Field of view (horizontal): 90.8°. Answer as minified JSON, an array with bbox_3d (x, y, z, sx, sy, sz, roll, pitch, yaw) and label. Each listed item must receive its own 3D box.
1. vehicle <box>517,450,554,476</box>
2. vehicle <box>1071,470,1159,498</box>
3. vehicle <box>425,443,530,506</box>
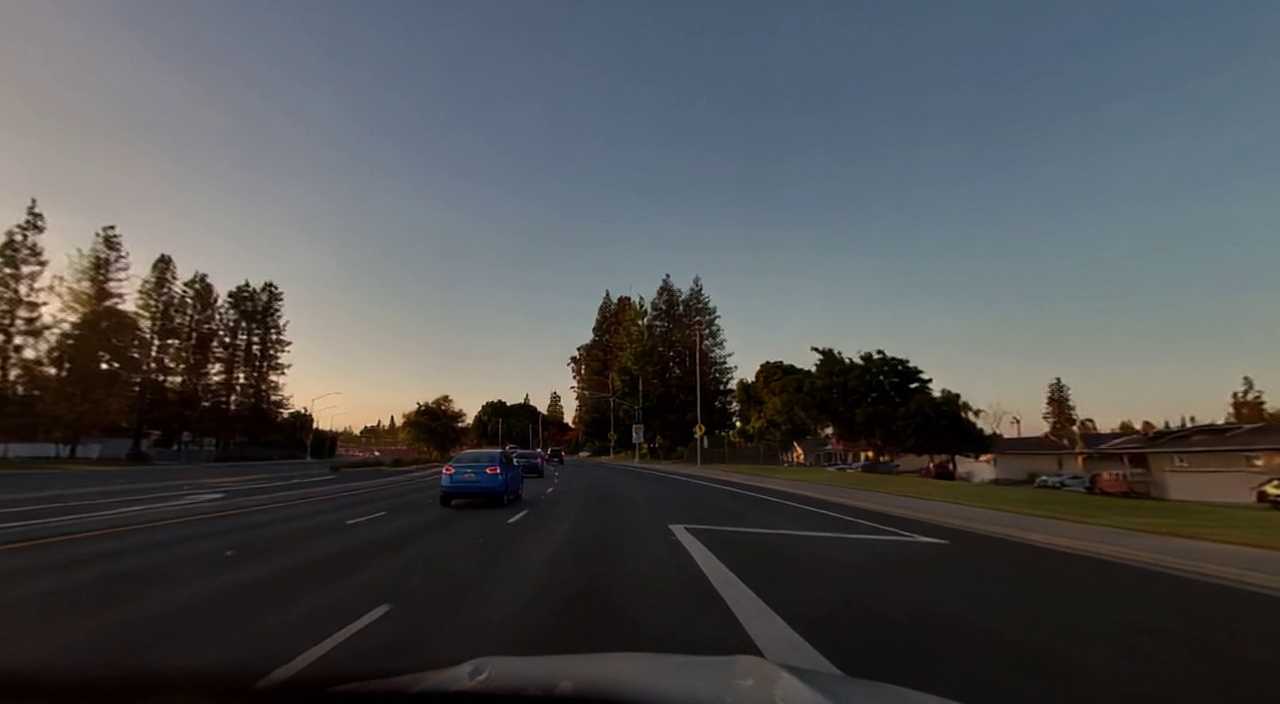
[{"bbox_3d":[-6.407,6.815,39.105,1.904,1.476,3.736,0,-8,-4],"label":"vehicle"},{"bbox_3d":[35.230,9.795,47.086,1.953,1.686,5.424,1,-9,-7],"label":"vehicle"},{"bbox_3d":[-4.670,3.556,18.907,2.098,1.613,4.606,0,-8,-3],"label":"vehicle"}]
